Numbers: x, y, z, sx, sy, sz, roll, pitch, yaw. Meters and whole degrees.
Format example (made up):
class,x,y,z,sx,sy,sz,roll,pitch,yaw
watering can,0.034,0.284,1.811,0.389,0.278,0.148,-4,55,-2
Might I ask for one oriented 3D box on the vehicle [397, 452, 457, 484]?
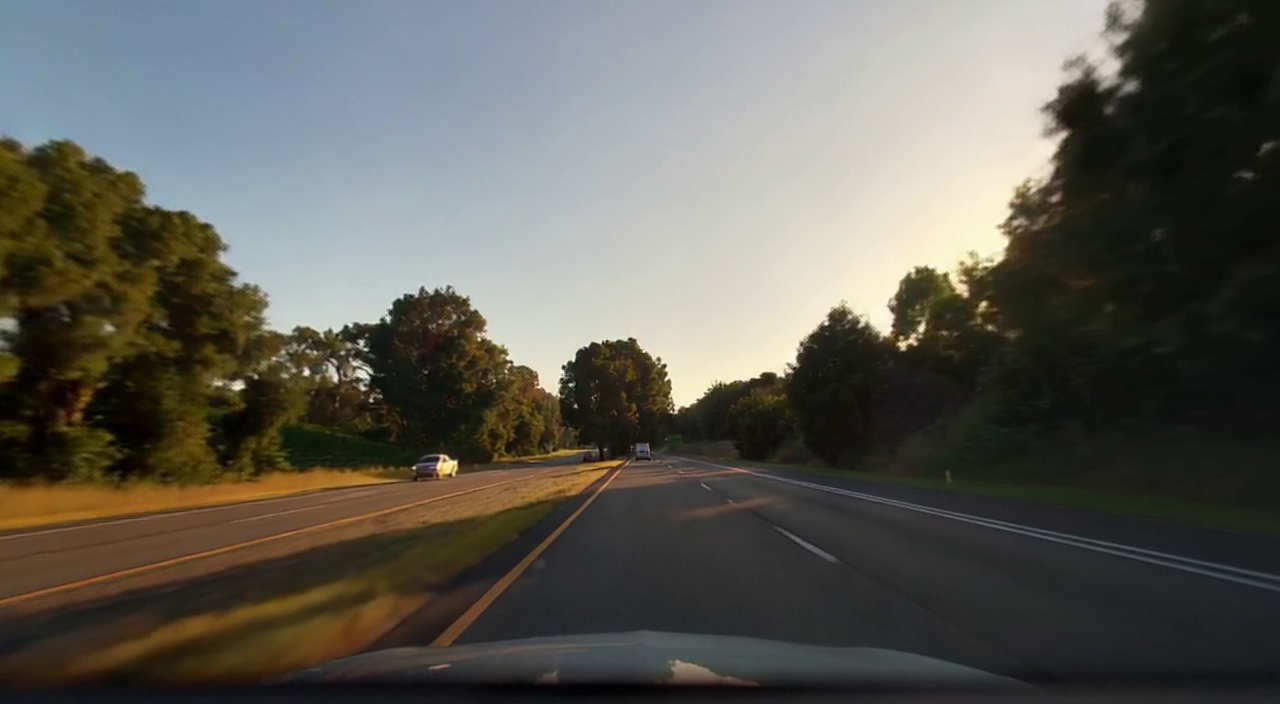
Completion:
class,x,y,z,sx,sy,sz,roll,pitch,yaw
vehicle,-13.937,7.570,41.613,2.127,1.936,4.888,0,-9,1
